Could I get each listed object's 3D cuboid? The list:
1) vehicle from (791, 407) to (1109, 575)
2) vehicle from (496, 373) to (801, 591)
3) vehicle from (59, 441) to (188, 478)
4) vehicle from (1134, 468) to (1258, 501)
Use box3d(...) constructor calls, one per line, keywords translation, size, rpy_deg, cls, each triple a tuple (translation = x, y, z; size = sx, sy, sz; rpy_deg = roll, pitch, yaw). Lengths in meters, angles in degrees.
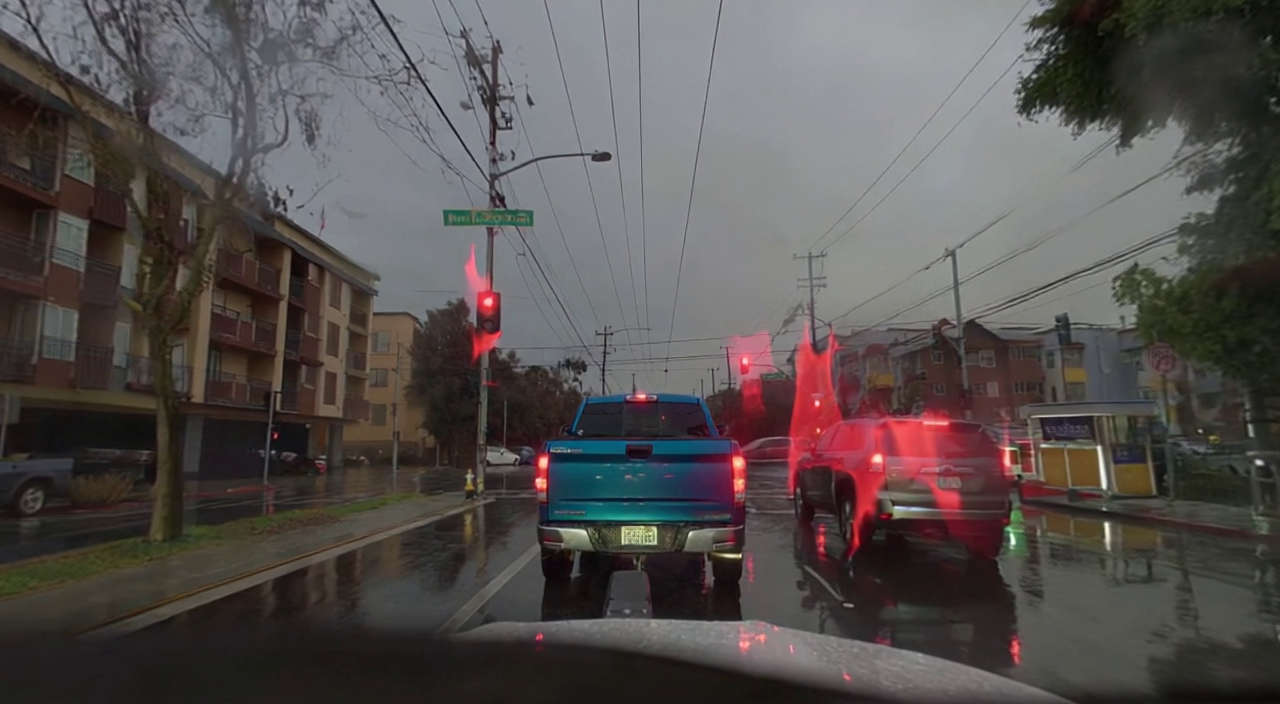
box3d(translation=(3.849, 1.816, 9.097), size=(2.131, 1.759, 4.762), rpy_deg=(0, -8, 0), cls="vehicle")
box3d(translation=(0.106, 1.547, 8.309), size=(2.738, 1.959, 5.070), rpy_deg=(0, -8, 1), cls="vehicle")
box3d(translation=(-24.866, 5.182, 30.475), size=(4.563, 1.692, 1.778), rpy_deg=(0, -8, -1), cls="vehicle")
box3d(translation=(26.367, 6.276, 29.985), size=(4.071, 1.388, 1.884), rpy_deg=(0, -8, 1), cls="vehicle")
